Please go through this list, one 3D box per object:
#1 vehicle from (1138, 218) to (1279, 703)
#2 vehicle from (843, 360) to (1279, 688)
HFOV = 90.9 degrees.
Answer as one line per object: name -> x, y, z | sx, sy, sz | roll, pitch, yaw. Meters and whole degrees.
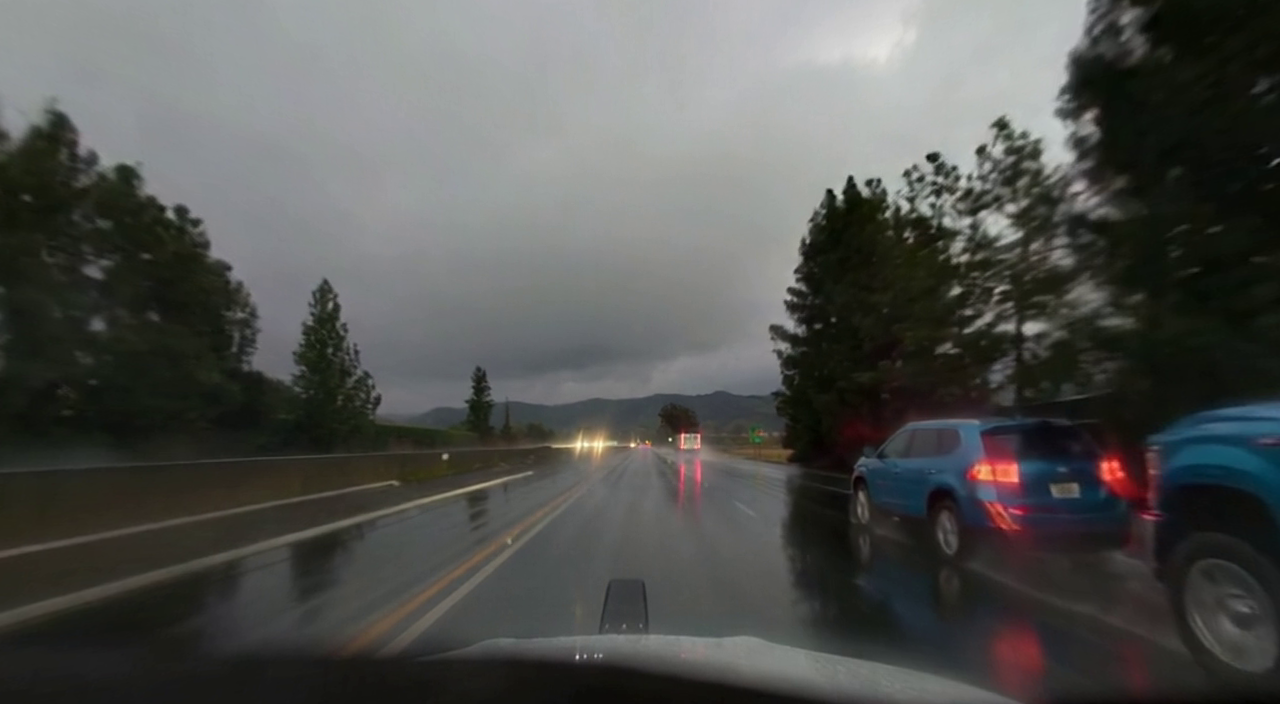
vehicle -> 4.011, 0.393, 1.683 | 2.150, 2.344, 3.759 | 0, -8, 0
vehicle -> 4.011, 1.344, 6.323 | 2.070, 1.799, 5.584 | 0, -8, 0
